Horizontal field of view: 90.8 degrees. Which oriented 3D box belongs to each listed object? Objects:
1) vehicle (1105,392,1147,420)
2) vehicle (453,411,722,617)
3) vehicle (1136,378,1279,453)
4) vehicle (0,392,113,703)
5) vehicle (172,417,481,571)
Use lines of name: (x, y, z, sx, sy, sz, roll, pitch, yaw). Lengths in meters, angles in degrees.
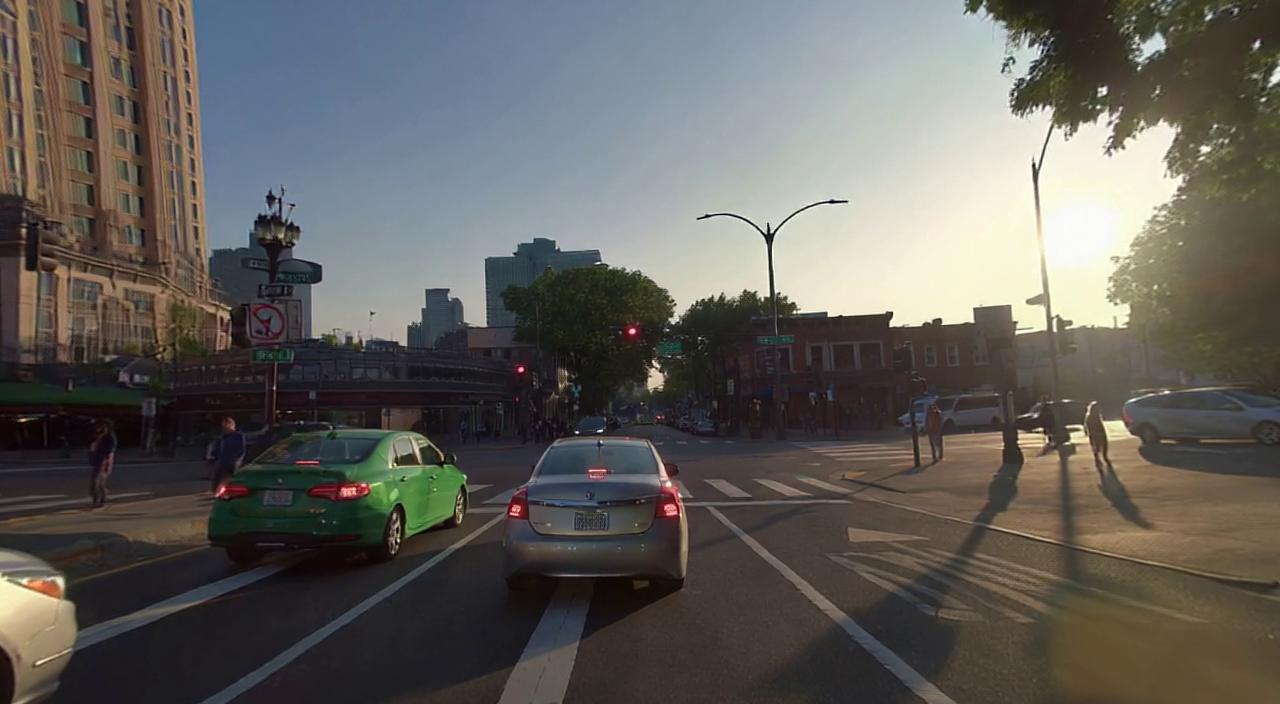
vehicle: (33.733, 3.792, 43.951, 1.958, 1.667, 4.392, -6, -10, 34)
vehicle: (-0.408, 1.498, 6.731, 1.999, 1.520, 3.896, 0, -8, 0)
vehicle: (21.637, 2.354, 22.876, 5.863, 2.493, 2.354, 2, -9, -12)
vehicle: (-3.906, 0.703, 1.183, 1.995, 1.524, 4.438, 0, -8, 0)
vehicle: (-3.684, 1.742, 8.521, 1.934, 1.522, 4.287, 0, -8, 0)
